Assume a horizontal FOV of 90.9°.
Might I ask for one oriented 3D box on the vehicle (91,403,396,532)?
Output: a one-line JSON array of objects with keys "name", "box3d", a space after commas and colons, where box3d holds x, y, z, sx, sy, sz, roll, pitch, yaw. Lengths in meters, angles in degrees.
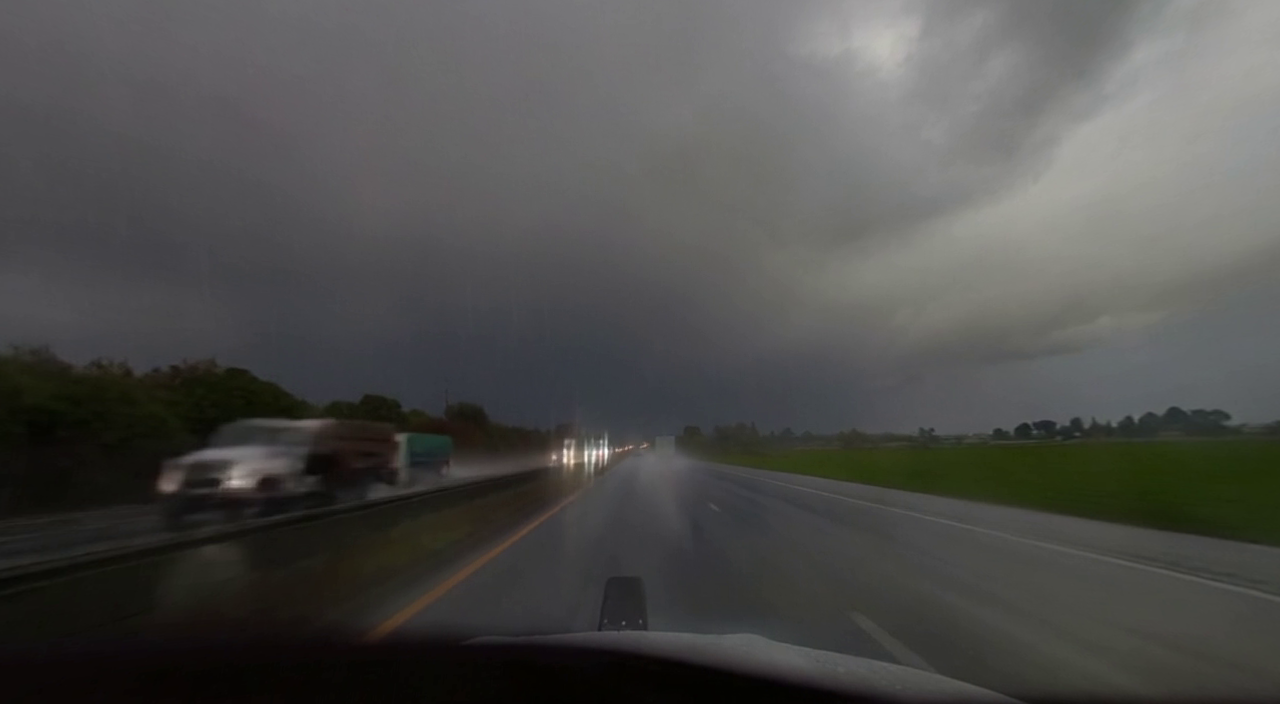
[{"name": "vehicle", "box3d": [-8.531, 2.637, 14.981, 2.544, 2.305, 7.154, 0, -9, 1]}]
